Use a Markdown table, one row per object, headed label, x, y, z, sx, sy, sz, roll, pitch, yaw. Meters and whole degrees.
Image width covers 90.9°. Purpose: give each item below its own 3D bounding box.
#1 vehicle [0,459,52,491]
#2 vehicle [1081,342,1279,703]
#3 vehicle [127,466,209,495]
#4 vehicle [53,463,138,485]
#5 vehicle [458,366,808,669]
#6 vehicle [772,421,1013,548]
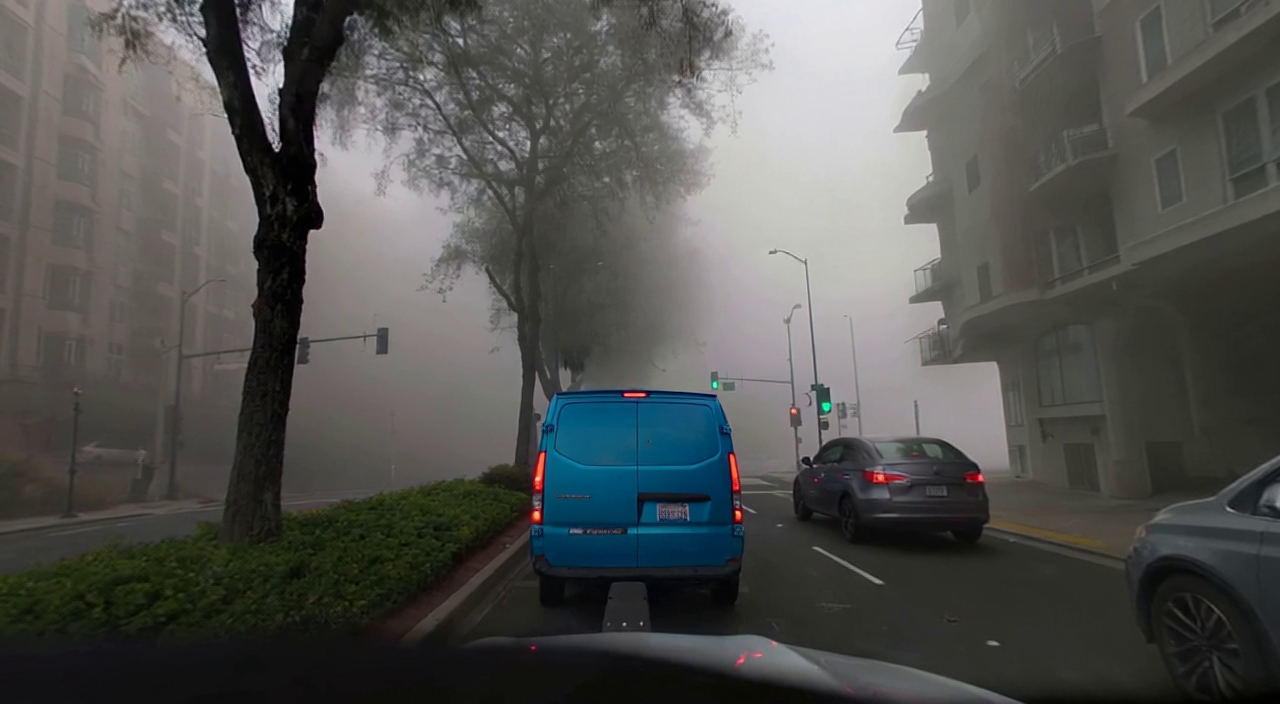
| label | x | y | z | sx | sy | sz | roll | pitch | yaw |
| --- | --- | --- | --- | --- | --- | --- | --- | --- | --- |
| vehicle | -35.544 | 6.837 | 35.154 | 3.843 | 1.680 | 1.782 | -1 | -9 | 5 |
| vehicle | 3.809 | 0.696 | 1.765 | 2.157 | 1.748 | 4.130 | 0 | -9 | 1 |
| vehicle | -33.262 | 9.067 | 44.514 | 4.292 | 1.492 | 1.772 | -6 | -14 | -1 |
| vehicle | -38.469 | 8.630 | 44.628 | 4.396 | 1.458 | 1.809 | -1 | -9 | 2 |
| vehicle | -0.040 | 1.318 | 6.037 | 2.101 | 1.828 | 4.270 | 0 | -9 | 0 |
| vehicle | 3.908 | 2.137 | 10.910 | 2.061 | 1.676 | 4.734 | 0 | -9 | -2 |
